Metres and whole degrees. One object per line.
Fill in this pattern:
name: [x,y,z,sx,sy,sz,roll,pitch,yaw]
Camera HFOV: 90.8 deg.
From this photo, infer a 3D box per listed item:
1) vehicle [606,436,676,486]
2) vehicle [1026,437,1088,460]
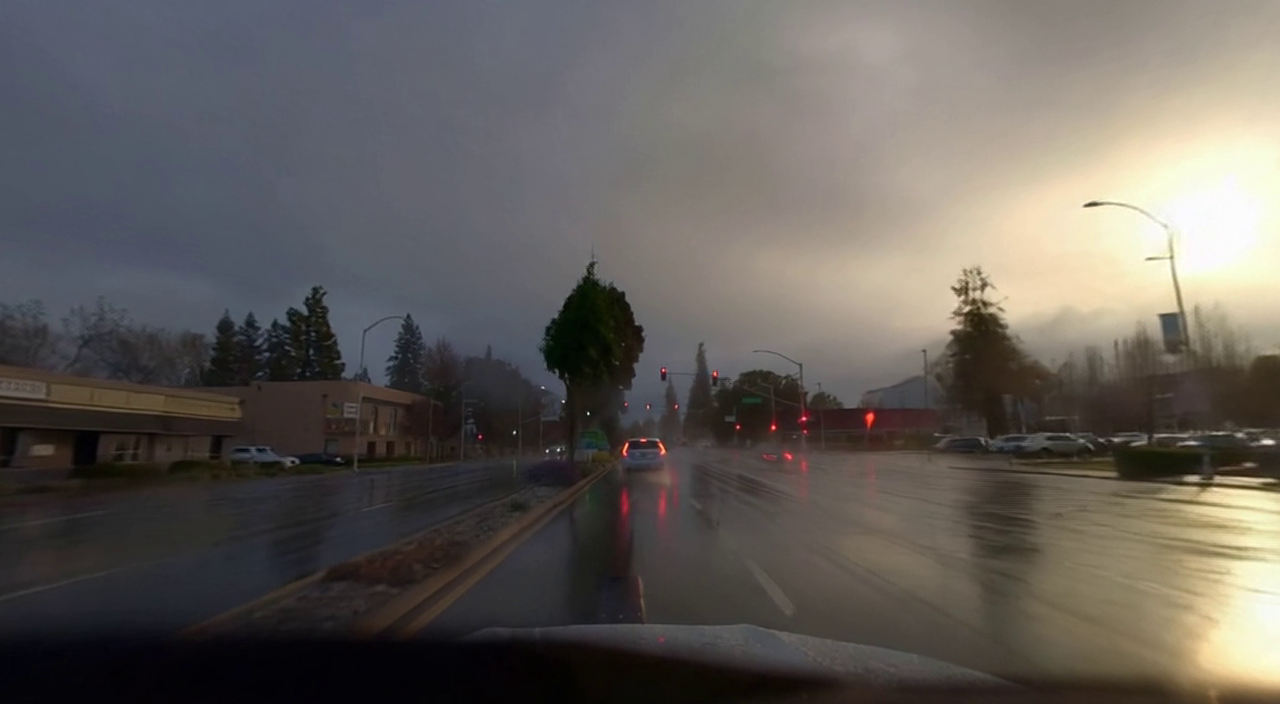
vehicle: [0.023,3.526,20.725,2.064,1.477,3.968,0,-9,0]
vehicle: [32.009,7.413,48.621,1.873,1.588,4.133,-2,-8,-1]
